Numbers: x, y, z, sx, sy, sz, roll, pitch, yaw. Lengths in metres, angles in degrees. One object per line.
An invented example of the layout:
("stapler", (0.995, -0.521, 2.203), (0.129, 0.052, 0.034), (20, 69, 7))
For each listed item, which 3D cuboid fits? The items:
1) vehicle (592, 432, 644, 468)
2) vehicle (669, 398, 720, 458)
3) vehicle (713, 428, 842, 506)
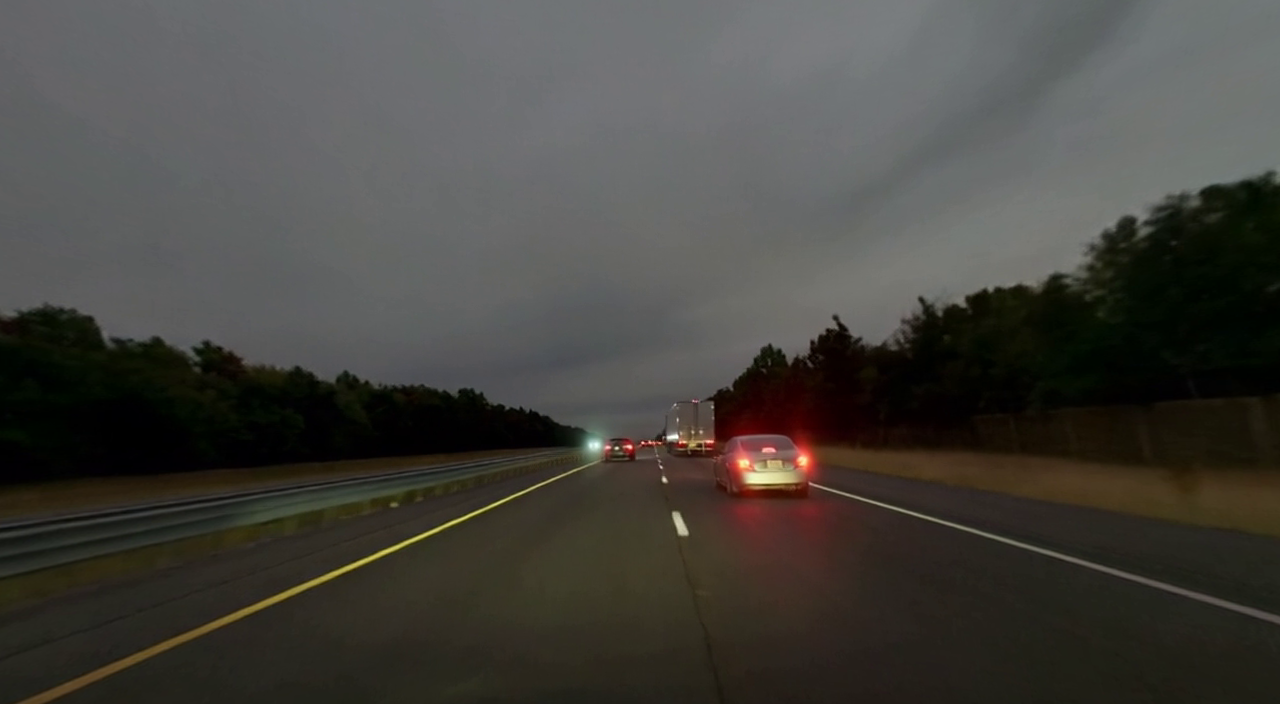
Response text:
("vehicle", (-0.968, 4.703, 30.509), (2.192, 1.623, 4.887), (0, -8, 1))
("vehicle", (3.952, 5.994, 48.898), (2.919, 4.004, 13.911), (0, -8, 1))
("vehicle", (2.995, 2.586, 14.736), (2.072, 1.534, 4.300), (0, -8, 0))
